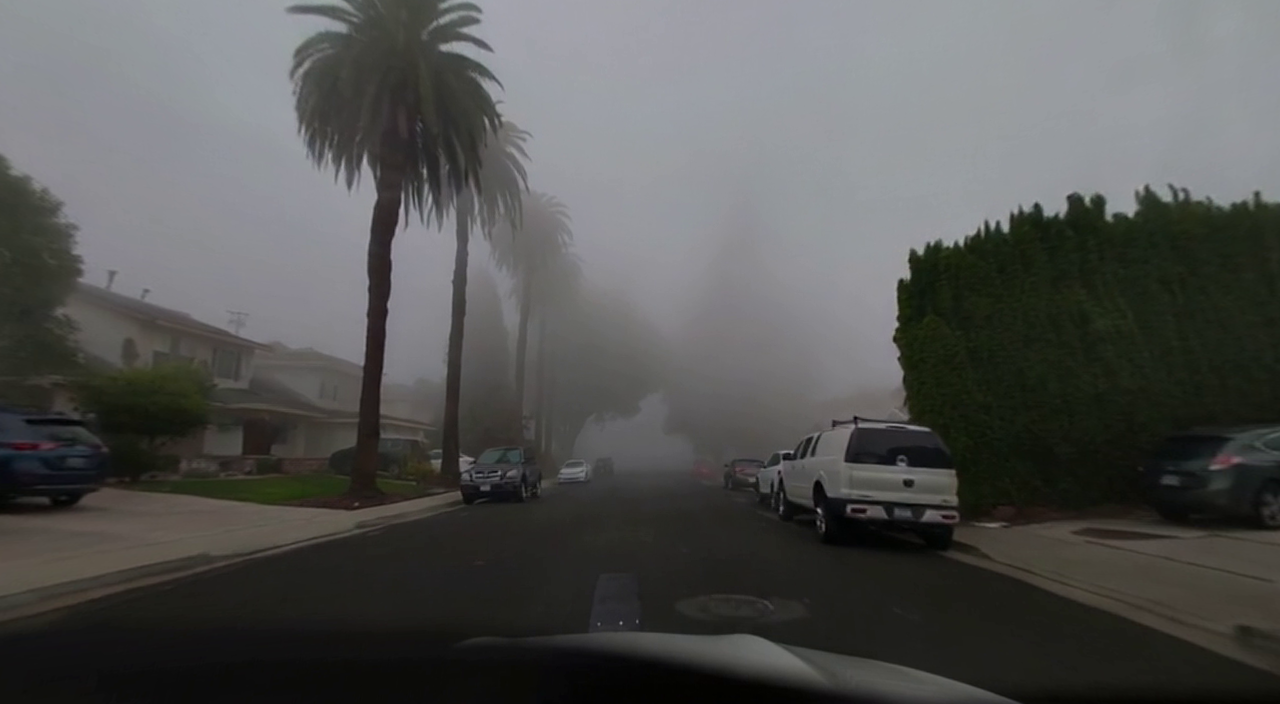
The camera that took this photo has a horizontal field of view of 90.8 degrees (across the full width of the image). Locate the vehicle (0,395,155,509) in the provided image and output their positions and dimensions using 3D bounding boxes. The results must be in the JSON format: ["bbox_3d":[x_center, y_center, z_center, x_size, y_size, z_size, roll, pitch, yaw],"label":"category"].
[{"bbox_3d":[-11.371,1.768,11.049,4.161,1.775,1.961,-2,-9,3],"label":"vehicle"}]

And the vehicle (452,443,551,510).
[{"bbox_3d":[-4.312,3.917,20.541,2.147,1.823,4.725,-1,-8,0],"label":"vehicle"}]

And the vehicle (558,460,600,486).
[{"bbox_3d":[-3.630,7.342,38.514,2.080,1.479,4.531,0,-10,0],"label":"vehicle"}]

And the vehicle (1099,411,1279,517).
[{"bbox_3d":[10.376,1.752,9.996,4.643,1.520,1.826,-1,-9,4],"label":"vehicle"}]

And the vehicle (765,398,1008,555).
[{"bbox_3d":[3.851,2.113,11.482,2.184,2.038,6.212,0,-9,3],"label":"vehicle"}]

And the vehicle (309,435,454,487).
[{"bbox_3d":[-10.618,4.493,26.303,4.991,1.947,2.329,1,-8,0],"label":"vehicle"}]
